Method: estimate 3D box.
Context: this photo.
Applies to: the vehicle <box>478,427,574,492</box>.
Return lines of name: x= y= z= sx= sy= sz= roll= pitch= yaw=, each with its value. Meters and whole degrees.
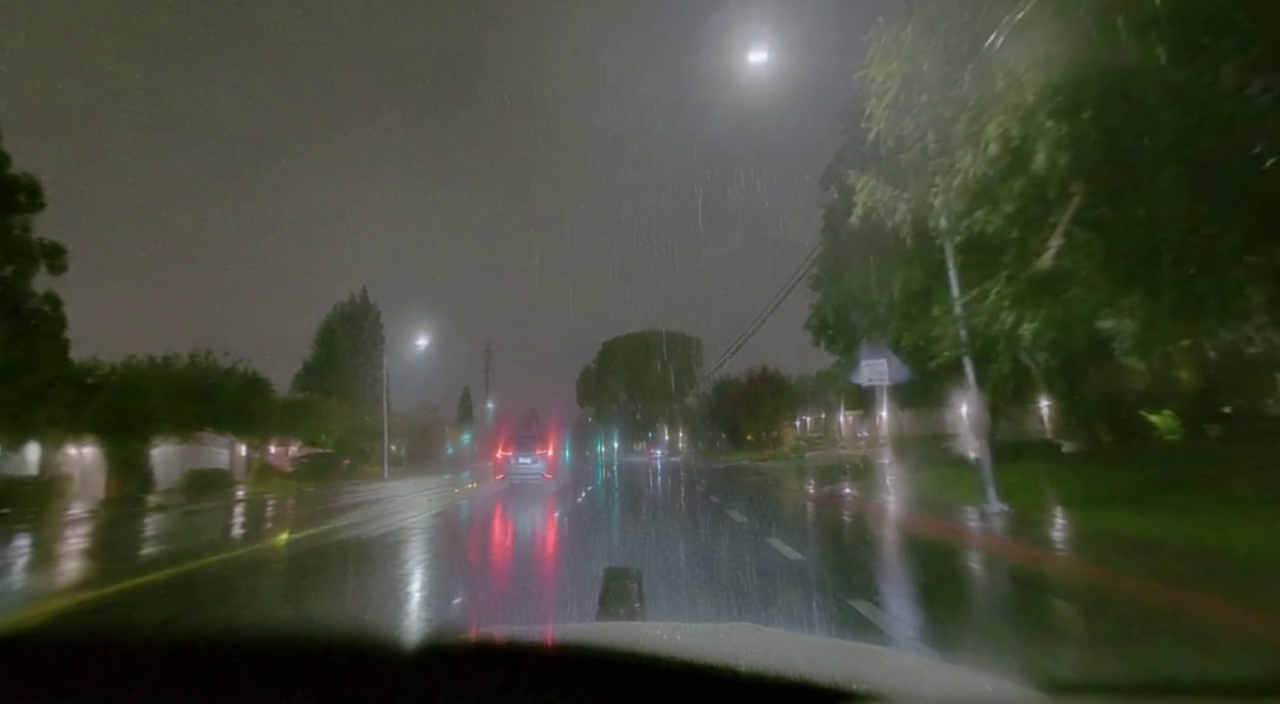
vehicle: x=-3.407 y=3.293 z=19.839 sx=2.175 sy=1.772 sz=4.442 roll=-1 pitch=-8 yaw=0

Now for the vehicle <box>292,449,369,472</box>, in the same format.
vehicle: x=-22.033 y=7.722 z=45.040 sx=4.525 sy=1.455 sz=1.821 roll=0 pitch=-8 yaw=-4
